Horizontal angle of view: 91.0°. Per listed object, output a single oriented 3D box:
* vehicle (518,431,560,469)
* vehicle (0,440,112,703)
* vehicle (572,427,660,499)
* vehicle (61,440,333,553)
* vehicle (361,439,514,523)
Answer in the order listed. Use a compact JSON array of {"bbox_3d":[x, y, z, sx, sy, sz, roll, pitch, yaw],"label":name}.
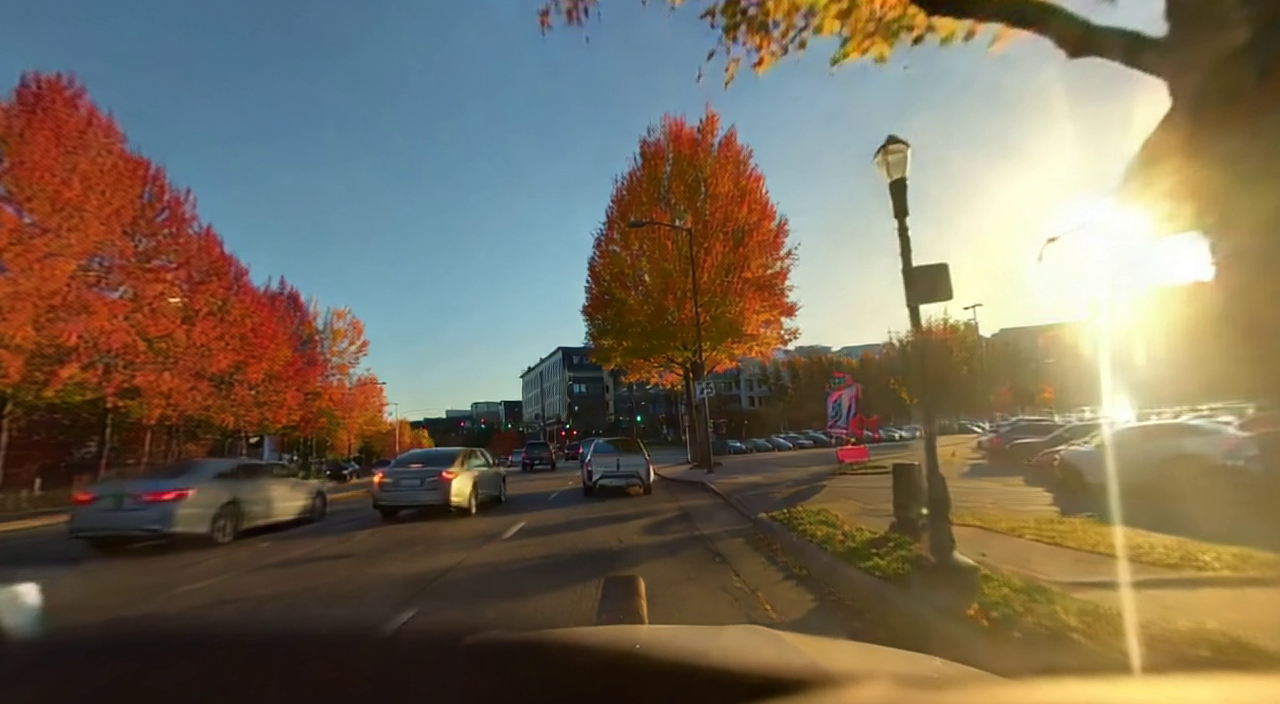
[{"bbox_3d":[-5.764,5.668,36.358,2.082,2.018,4.308,2,-9,-6],"label":"vehicle"},{"bbox_3d":[-4.217,0.869,1.022,2.090,1.506,5.326,1,-9,0],"label":"vehicle"},{"bbox_3d":[-0.707,3.031,17.498,2.144,1.704,4.028,1,-9,-3],"label":"vehicle"},{"bbox_3d":[-7.804,2.524,11.775,2.051,1.681,4.193,1,-9,-1],"label":"vehicle"},{"bbox_3d":[-4.307,2.804,14.285,1.974,1.549,4.603,1,-9,-1],"label":"vehicle"}]
